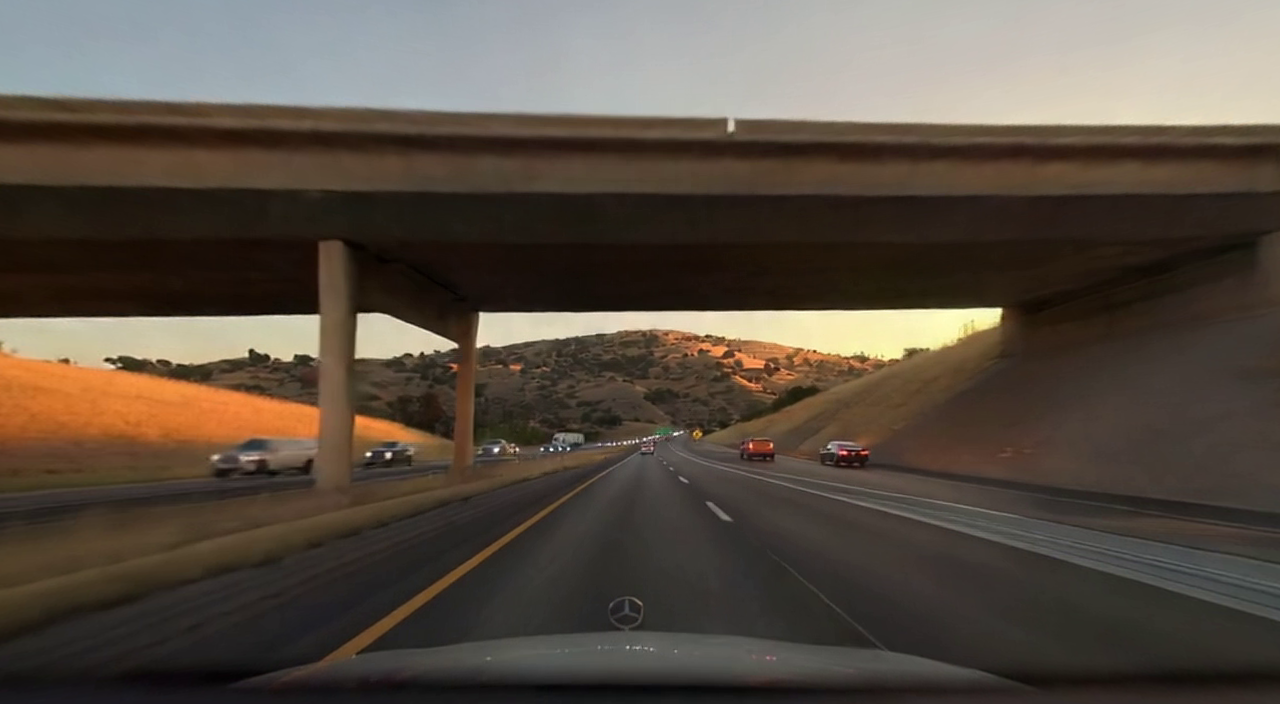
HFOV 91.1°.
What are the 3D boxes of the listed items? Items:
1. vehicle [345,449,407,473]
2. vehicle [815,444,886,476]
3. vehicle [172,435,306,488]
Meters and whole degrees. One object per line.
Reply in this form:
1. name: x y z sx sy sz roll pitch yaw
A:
1. vehicle: -16.967 7.008 40.578 1.953 1.455 4.538 0 -8 1
2. vehicle: 10.335 5.304 31.151 1.927 1.472 4.076 0 -8 -2
3. vehicle: -17.453 4.776 27.790 2.281 2.090 5.409 0 -8 1
